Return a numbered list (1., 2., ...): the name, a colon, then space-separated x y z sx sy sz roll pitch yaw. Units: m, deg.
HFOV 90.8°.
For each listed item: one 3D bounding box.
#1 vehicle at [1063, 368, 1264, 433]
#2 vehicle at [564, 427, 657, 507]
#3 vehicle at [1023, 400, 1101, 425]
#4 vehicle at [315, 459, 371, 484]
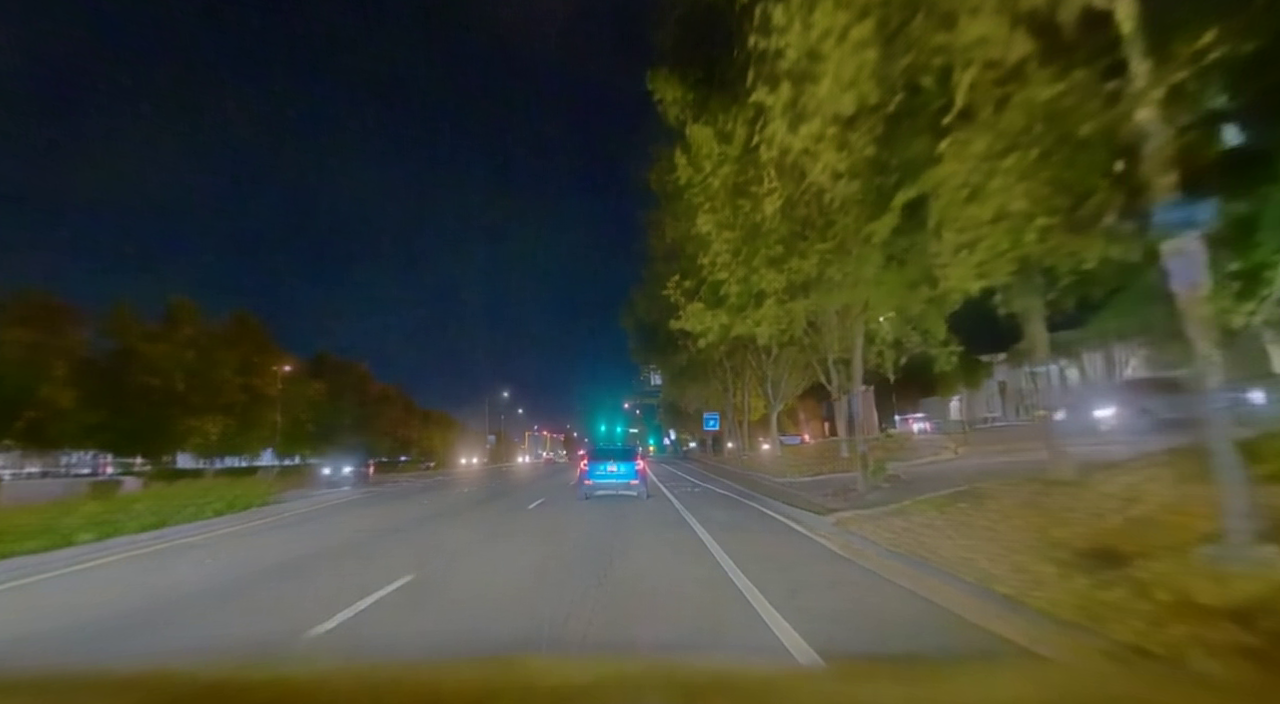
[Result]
1. vehicle: 13.286 1.284 16.206 3.652 1.481 1.632 -1 -8 -1
2. vehicle: -0.722 2.960 16.639 2.131 1.761 4.242 -1 -9 -1
3. vehicle: 32.371 4.700 48.584 1.851 1.595 4.463 3 -10 -28
4. vehicle: -20.034 8.043 42.773 1.945 1.444 4.406 0 -9 -4
